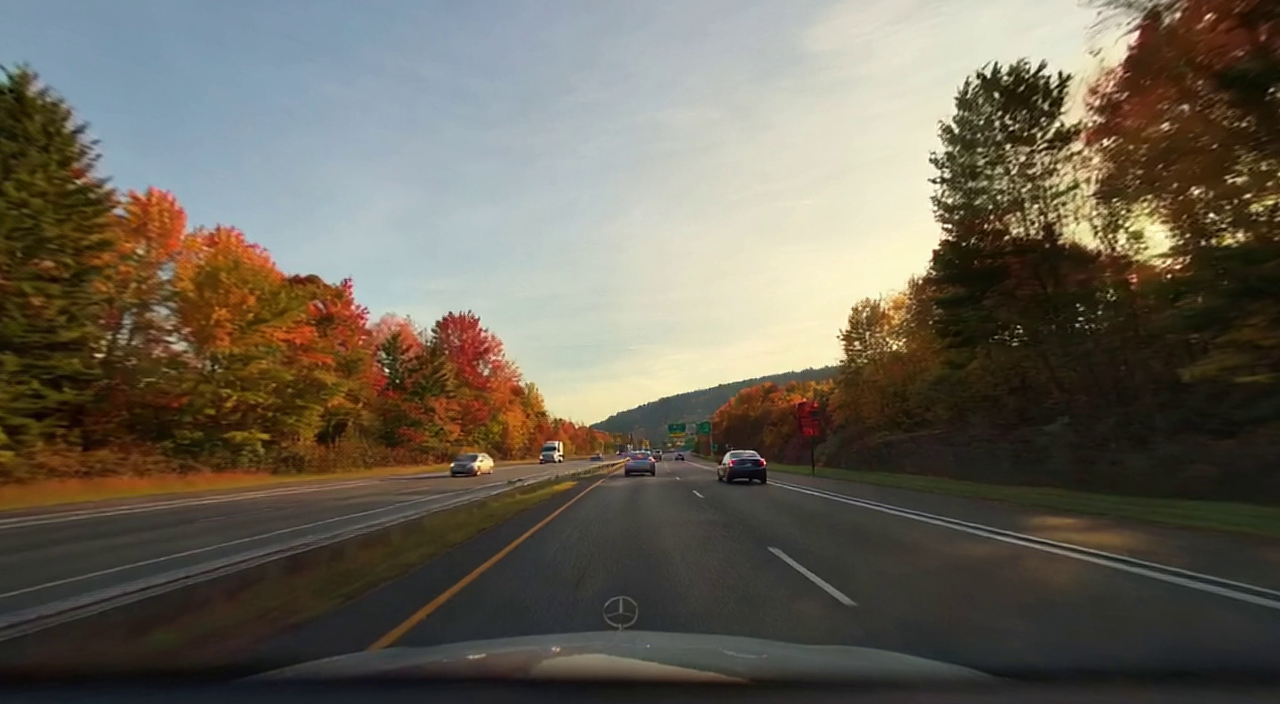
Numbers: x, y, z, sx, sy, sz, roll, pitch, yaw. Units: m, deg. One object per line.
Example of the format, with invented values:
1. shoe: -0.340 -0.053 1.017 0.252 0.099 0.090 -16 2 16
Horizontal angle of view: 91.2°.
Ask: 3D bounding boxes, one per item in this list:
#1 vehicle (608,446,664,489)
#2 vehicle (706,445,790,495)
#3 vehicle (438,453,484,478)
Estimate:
1. vehicle: -0.164 4.677 25.767 2.070 1.546 4.648 0 -9 0
2. vehicle: 3.636 4.074 21.957 2.119 1.557 4.163 0 -9 -1
3. vehicle: -12.121 7.691 42.637 1.839 1.541 3.972 -1 -9 1
